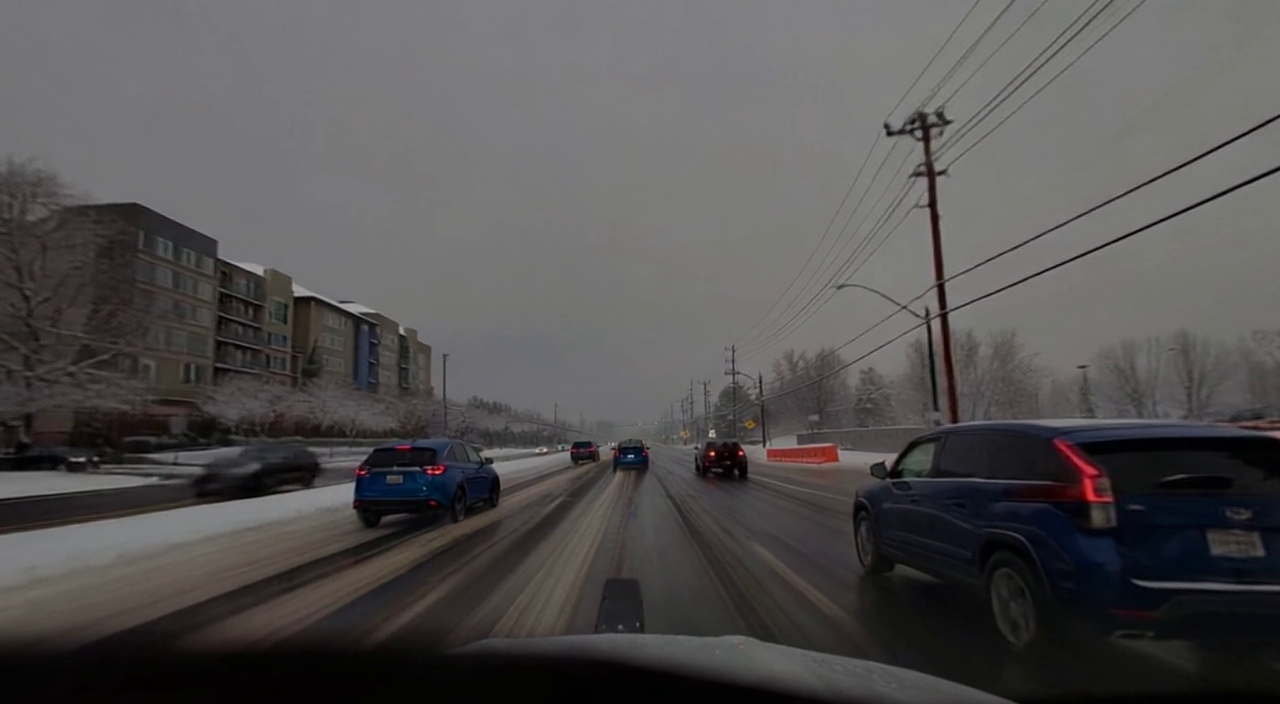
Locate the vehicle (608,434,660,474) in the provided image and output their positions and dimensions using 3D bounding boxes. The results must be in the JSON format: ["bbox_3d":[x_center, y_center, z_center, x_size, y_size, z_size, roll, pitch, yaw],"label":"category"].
[{"bbox_3d":[-0.291,4.813,30.042,2.291,1.714,4.217,0,-8,0],"label":"vehicle"}]

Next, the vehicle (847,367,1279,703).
[{"bbox_3d":[3.149,1.139,4.481,1.975,1.598,4.025,0,-8,0],"label":"vehicle"}]

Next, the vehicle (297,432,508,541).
[{"bbox_3d":[-3.721,2.162,10.860,1.968,1.473,4.209,0,-8,0],"label":"vehicle"}]

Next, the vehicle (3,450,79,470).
[{"bbox_3d":[-37.145,6.694,39.195,3.745,1.024,2.044,-5,-8,23],"label":"vehicle"}]

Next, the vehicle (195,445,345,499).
[{"bbox_3d":[-11.424,3.691,19.973,1.892,1.472,4.695,0,-8,0],"label":"vehicle"}]

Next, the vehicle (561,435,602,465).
[{"bbox_3d":[-3.777,6.435,41.533,2.190,1.832,4.417,0,-8,0],"label":"vehicle"}]

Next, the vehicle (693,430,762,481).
[{"bbox_3d":[3.311,4.035,24.822,2.029,1.797,4.218,0,-8,-1],"label":"vehicle"}]
